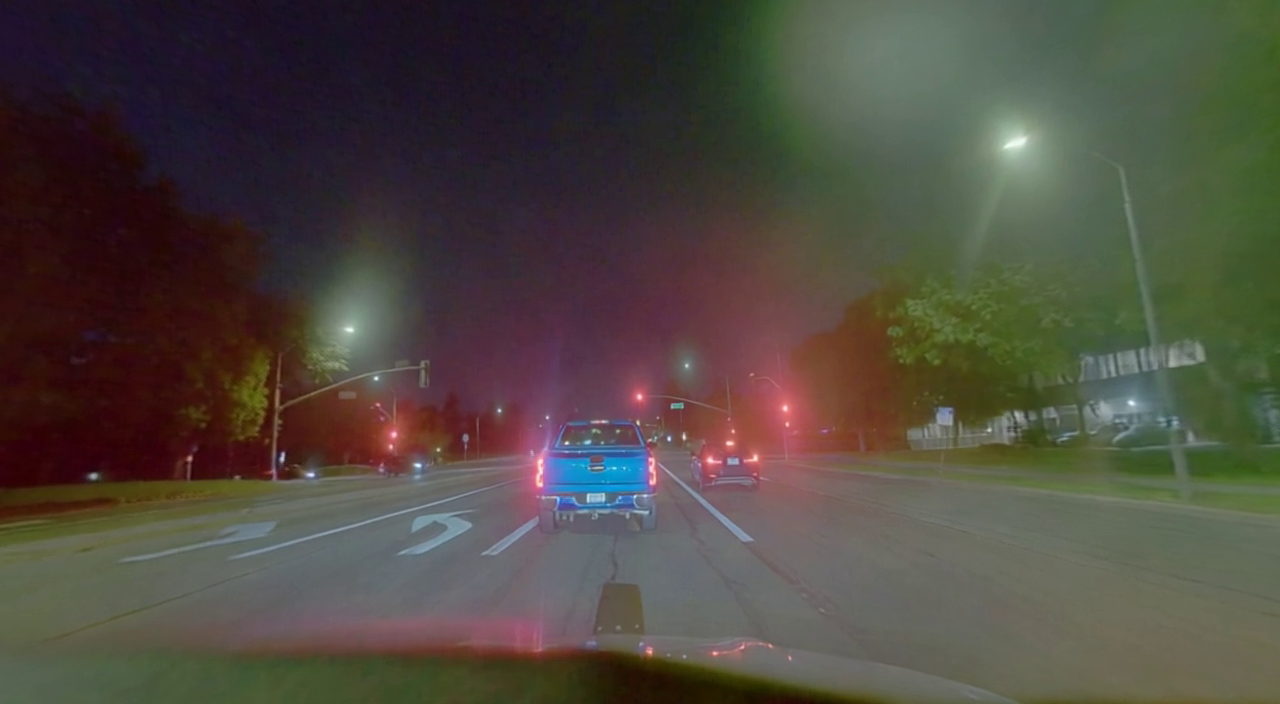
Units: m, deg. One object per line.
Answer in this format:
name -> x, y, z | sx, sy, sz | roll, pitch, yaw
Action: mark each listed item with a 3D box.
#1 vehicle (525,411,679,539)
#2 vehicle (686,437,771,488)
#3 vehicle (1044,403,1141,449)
vehicle -> -0.554, 2.064, 11.255 | 2.145, 1.762, 4.731 | 0, -8, -1
vehicle -> 2.768, 3.595, 20.861 | 2.073, 1.484, 4.437 | 0, -8, -1
vehicle -> 30.303, 5.039, 42.505 | 2.892, 2.881, 4.178 | 2, -9, -16
